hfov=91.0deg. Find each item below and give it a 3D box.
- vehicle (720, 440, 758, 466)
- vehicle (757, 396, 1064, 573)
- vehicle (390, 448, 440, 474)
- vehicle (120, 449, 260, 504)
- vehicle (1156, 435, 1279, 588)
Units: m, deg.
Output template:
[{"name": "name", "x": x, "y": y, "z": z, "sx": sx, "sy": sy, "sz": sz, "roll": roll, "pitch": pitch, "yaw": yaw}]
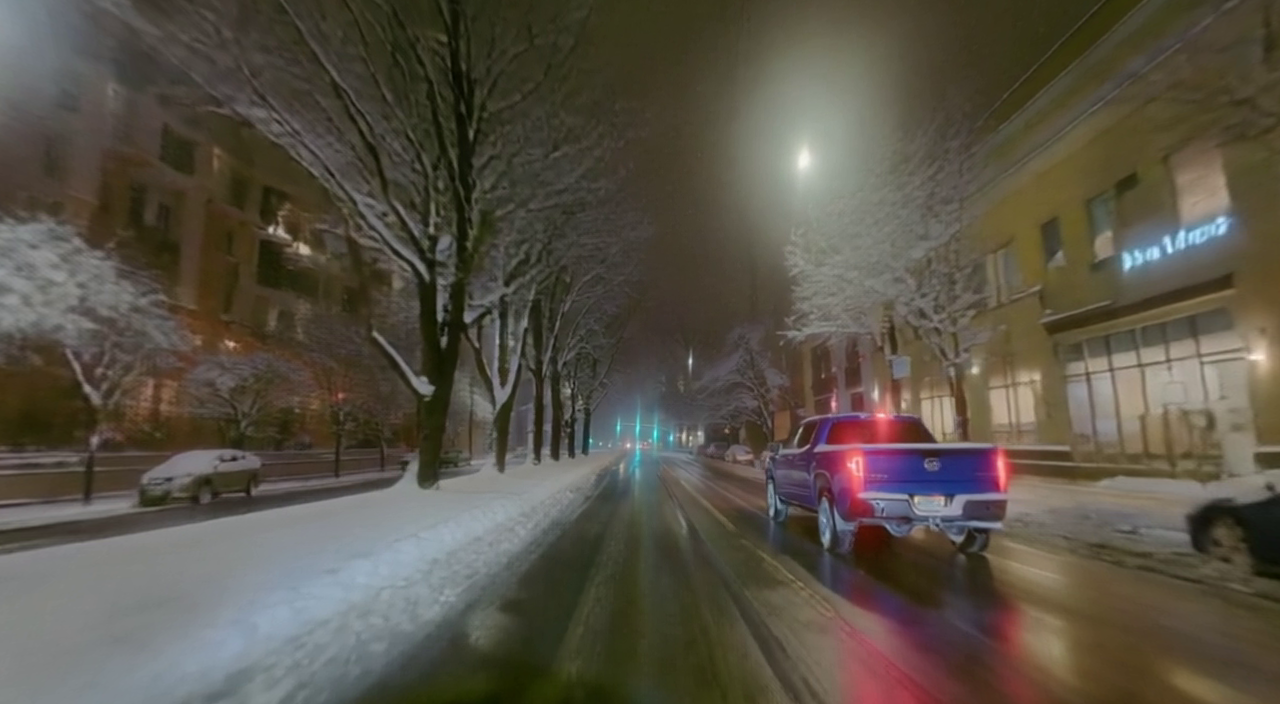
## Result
[{"name": "vehicle", "x": 7.431, "y": 7.640, "z": 47.825, "sx": 1.961, "sy": 1.840, "sz": 5.264, "roll": 0, "pitch": -8, "yaw": -1}, {"name": "vehicle", "x": 3.325, "y": 1.781, "z": 9.312, "sx": 2.085, "sy": 1.828, "sz": 5.383, "roll": 0, "pitch": -8, "yaw": -1}, {"name": "vehicle", "x": -16.023, "y": 7.771, "z": 45.072, "sx": 1.919, "sy": 1.616, "sz": 4.723, "roll": -2, "pitch": -8, "yaw": -1}, {"name": "vehicle", "x": -15.951, "y": 4.376, "z": 22.675, "sx": 1.913, "sy": 1.734, "sz": 4.357, "roll": 0, "pitch": -8, "yaw": -2}, {"name": "vehicle", "x": 7.561, "y": 1.515, "z": 5.597, "sx": 2.076, "sy": 1.536, "sz": 4.423, "roll": 1, "pitch": -8, "yaw": -2}]
